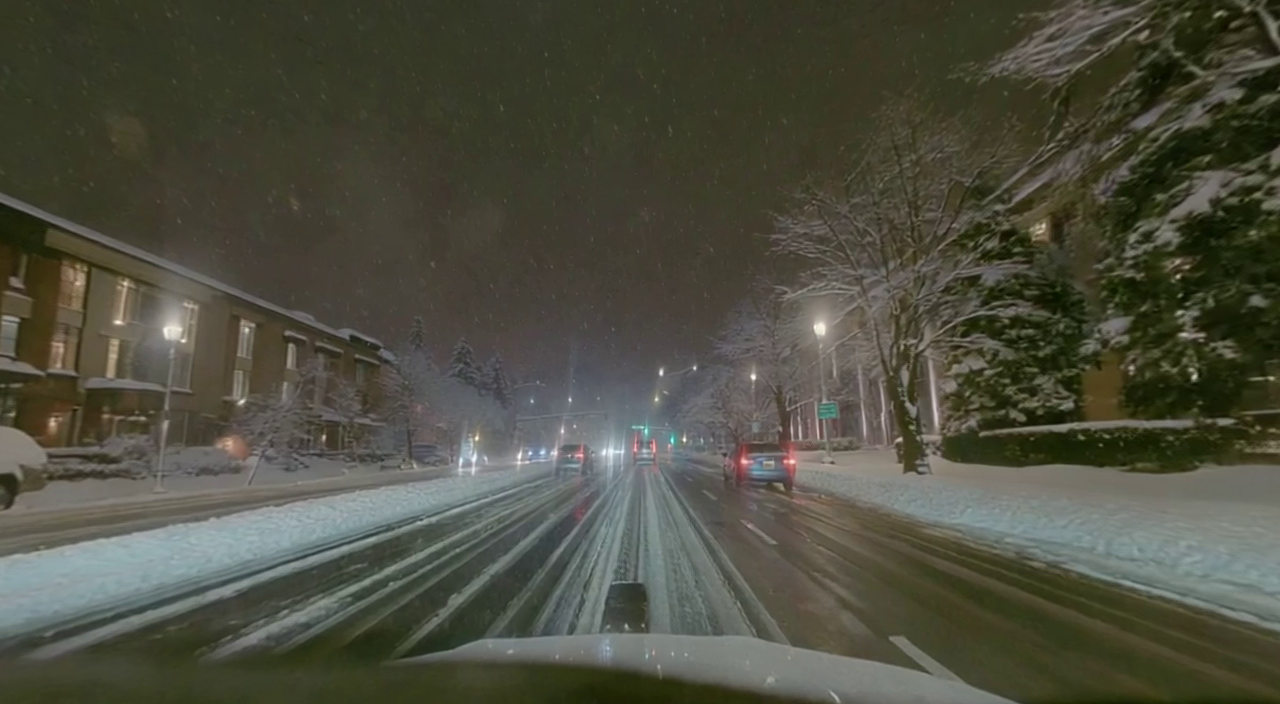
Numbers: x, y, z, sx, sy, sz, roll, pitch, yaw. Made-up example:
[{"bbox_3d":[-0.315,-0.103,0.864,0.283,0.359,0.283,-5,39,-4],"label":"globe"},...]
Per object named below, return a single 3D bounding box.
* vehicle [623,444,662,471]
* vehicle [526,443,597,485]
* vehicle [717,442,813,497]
[{"bbox_3d":[0.124,6.043,36.342,2.101,1.480,3.929,0,-8,0],"label":"vehicle"},{"bbox_3d":[-2.938,4.307,24.573,2.082,1.467,4.379,0,-8,1],"label":"vehicle"},{"bbox_3d":[3.684,3.537,19.487,1.990,1.486,4.431,0,-8,-1],"label":"vehicle"}]
